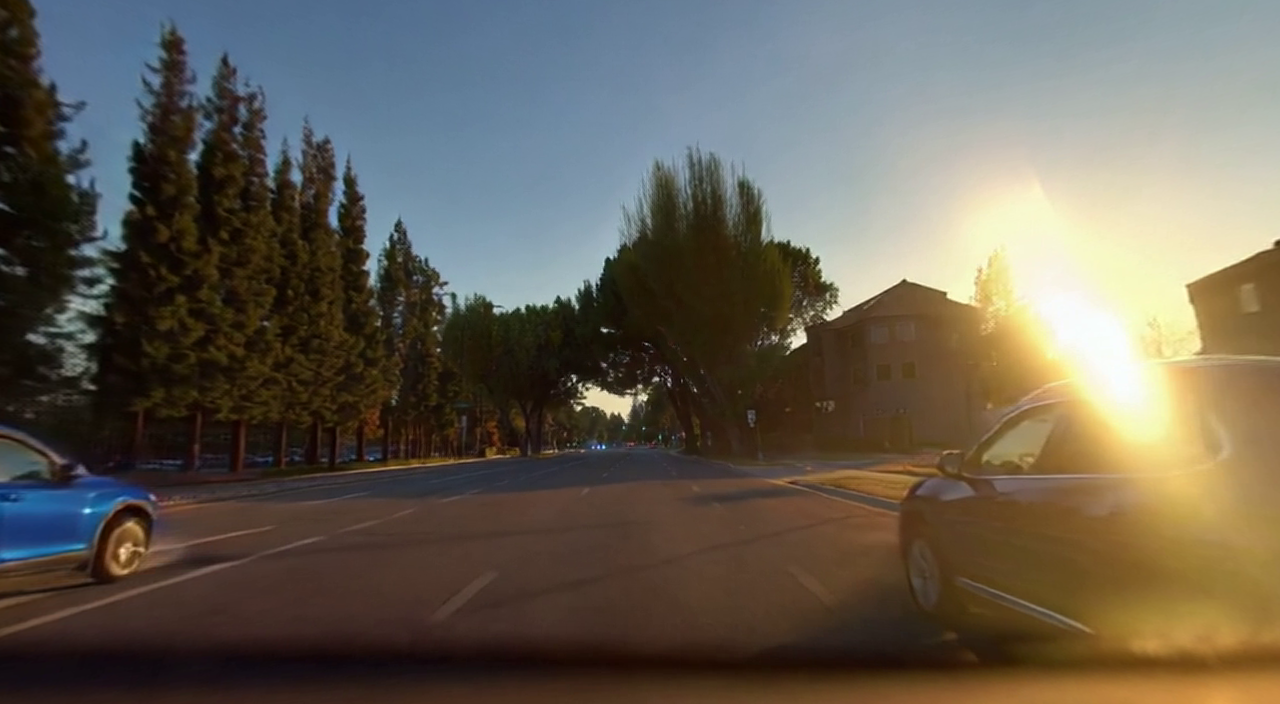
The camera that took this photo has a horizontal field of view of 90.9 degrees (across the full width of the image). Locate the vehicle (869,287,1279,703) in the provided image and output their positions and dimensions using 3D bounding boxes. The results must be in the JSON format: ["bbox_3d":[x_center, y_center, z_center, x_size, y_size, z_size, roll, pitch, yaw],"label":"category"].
[{"bbox_3d":[2.912,0.831,2.740,2.047,1.768,4.607,0,-9,0],"label":"vehicle"}]

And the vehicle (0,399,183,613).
[{"bbox_3d":[-6.139,1.165,4.561,2.069,1.690,4.837,0,-9,-1],"label":"vehicle"}]
